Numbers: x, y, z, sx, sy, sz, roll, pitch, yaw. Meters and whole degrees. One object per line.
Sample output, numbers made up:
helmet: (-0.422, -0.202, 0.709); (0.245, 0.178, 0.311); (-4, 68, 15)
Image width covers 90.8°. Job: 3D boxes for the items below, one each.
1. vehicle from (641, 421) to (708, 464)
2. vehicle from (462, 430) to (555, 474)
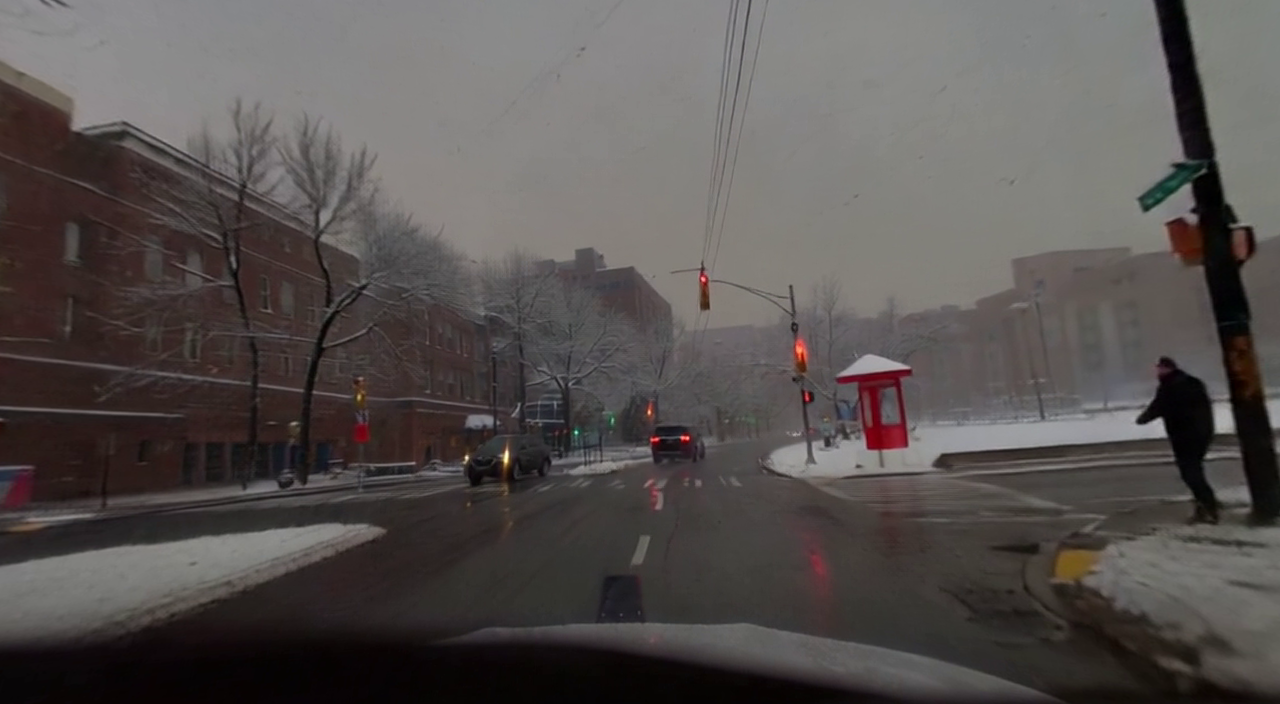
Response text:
vehicle: (1.625, 4.005, 27.822); (2.101, 1.721, 4.364); (-3, -9, 14)
vehicle: (-5.544, 4.305, 27.354); (2.017, 1.684, 4.483); (-3, -9, 16)
